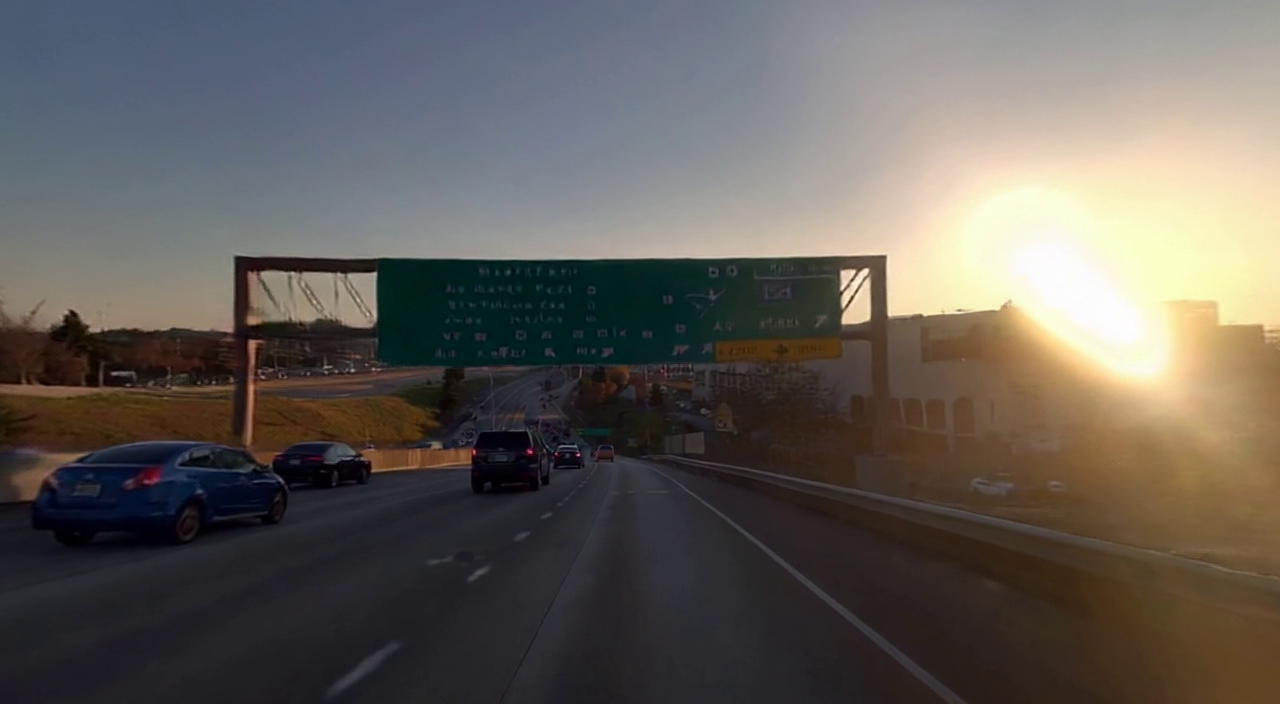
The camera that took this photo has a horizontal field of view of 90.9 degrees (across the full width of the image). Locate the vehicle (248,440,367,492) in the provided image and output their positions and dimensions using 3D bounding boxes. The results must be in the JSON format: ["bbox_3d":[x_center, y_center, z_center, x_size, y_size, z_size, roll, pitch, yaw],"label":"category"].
[{"bbox_3d":[-11.772,4.025,22.734,1.919,1.665,4.394,0,-8,-1],"label":"vehicle"}]

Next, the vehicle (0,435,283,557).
[{"bbox_3d":[-7.387,2.061,9.692,1.796,1.509,3.393,0,-8,0],"label":"vehicle"}]

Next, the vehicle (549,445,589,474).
[{"bbox_3d":[-4.142,6.299,37.204,1.955,1.614,3.817,0,-8,-1],"label":"vehicle"}]

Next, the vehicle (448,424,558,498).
[{"bbox_3d":[-4.066,3.360,19.845,2.301,1.985,5.247,0,-8,0],"label":"vehicle"}]
